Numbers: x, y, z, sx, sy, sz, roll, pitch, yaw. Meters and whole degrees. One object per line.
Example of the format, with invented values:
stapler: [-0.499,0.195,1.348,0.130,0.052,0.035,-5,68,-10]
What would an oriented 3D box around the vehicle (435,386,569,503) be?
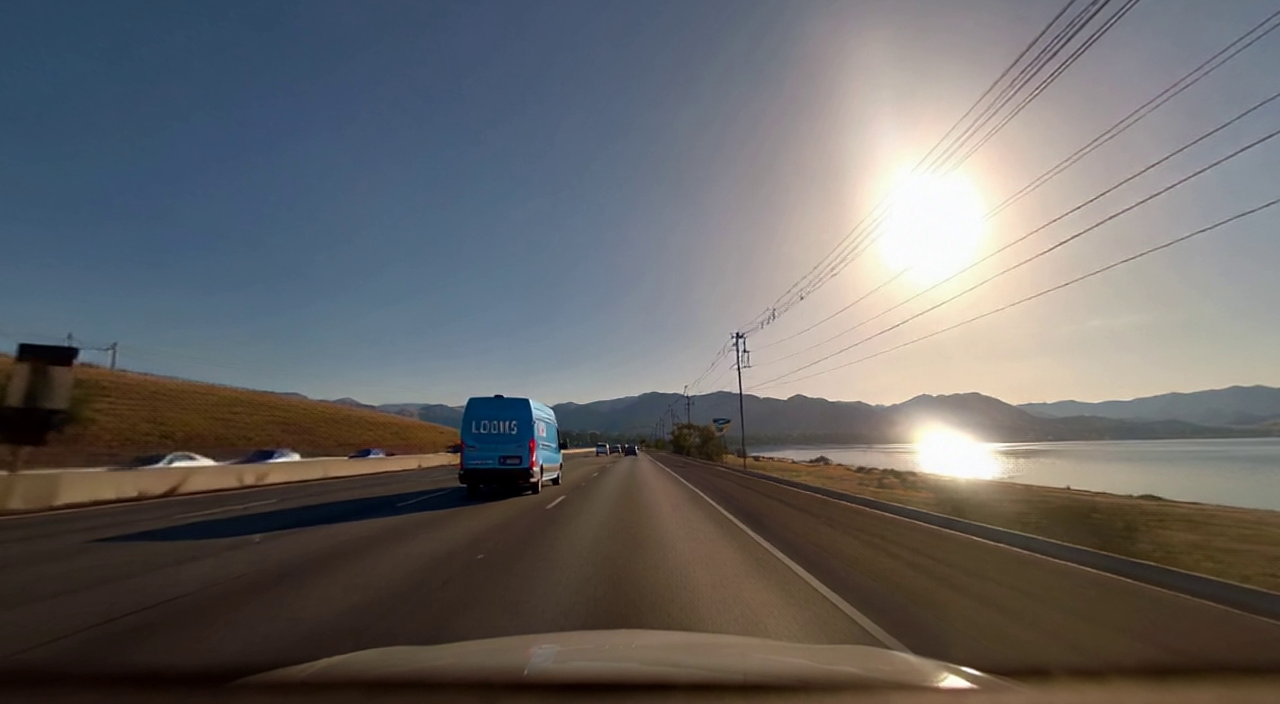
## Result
vehicle: [-3.634,2.673,18.306,2.331,2.757,6.581,0,-8,0]
